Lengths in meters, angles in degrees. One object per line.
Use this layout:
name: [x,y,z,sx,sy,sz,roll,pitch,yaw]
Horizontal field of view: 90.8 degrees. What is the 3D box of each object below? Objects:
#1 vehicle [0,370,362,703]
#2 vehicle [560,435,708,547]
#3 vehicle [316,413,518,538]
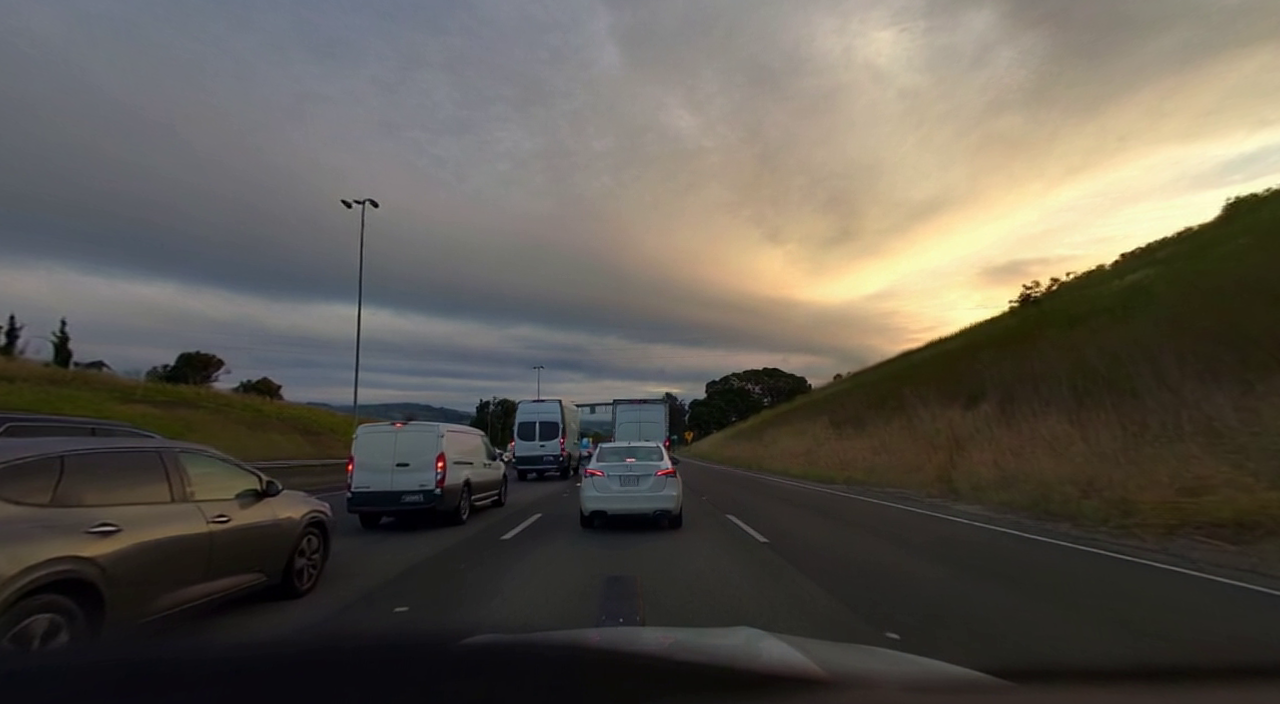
vehicle: [-3.660,1.088,3.699,2.029,1.656,4.437,0,-9,0]
vehicle: [-0.080,2.155,10.314,1.995,1.495,3.380,0,-9,0]
vehicle: [-3.937,2.289,12.202,2.055,1.913,4.584,-1,-9,2]
